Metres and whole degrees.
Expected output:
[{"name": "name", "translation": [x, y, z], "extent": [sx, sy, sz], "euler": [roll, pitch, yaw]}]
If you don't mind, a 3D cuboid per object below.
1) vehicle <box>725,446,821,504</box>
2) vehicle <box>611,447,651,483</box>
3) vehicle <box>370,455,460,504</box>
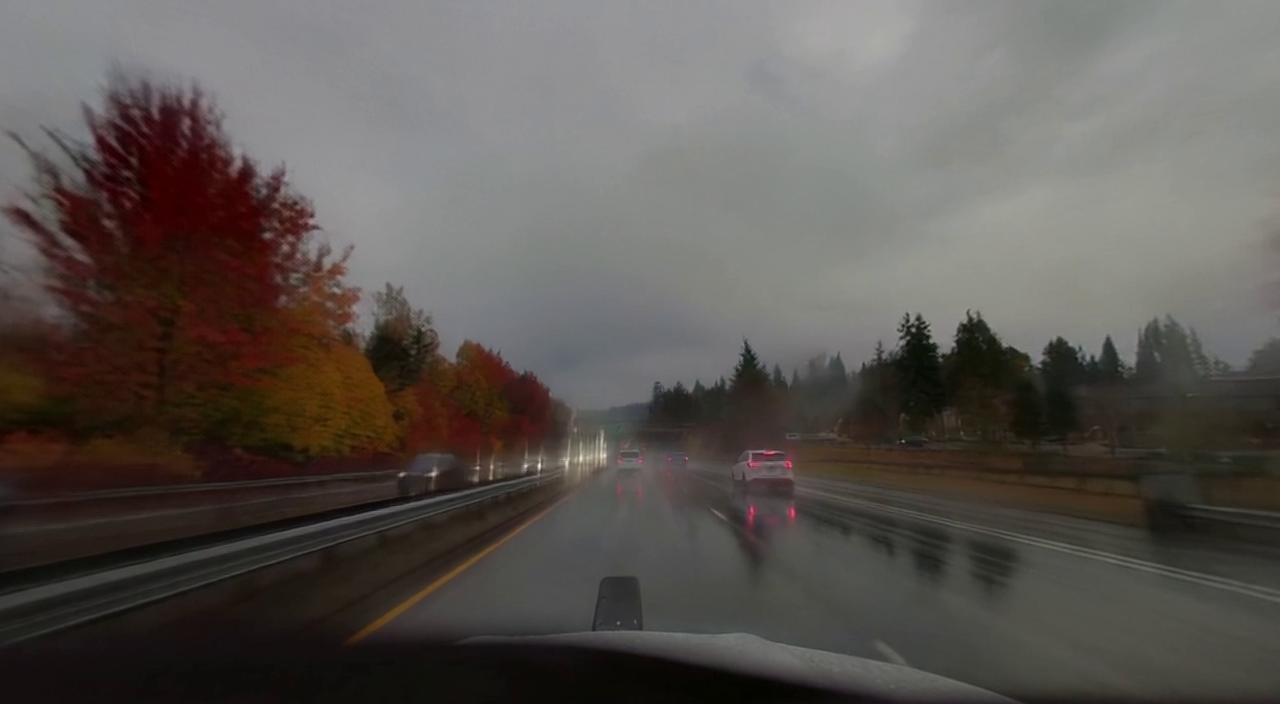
[{"name": "vehicle", "translation": [3.788, 3.557, 18.616], "extent": [1.843, 1.505, 4.339], "euler": [0, -9, -1]}, {"name": "vehicle", "translation": [-0.438, 5.805, 32.458], "extent": [1.937, 1.699, 3.936], "euler": [-1, -9, 0]}, {"name": "vehicle", "translation": [-9.078, 5.149, 25.732], "extent": [1.932, 1.738, 4.571], "euler": [-1, -9, 1]}]
